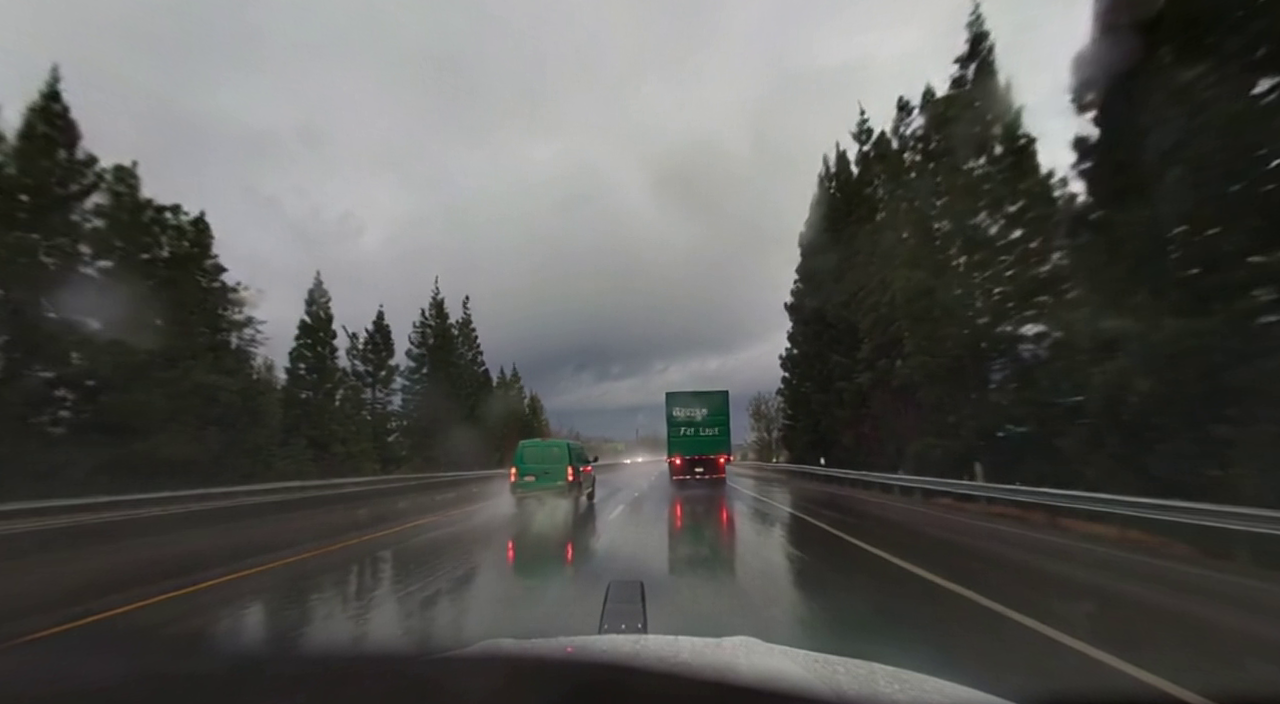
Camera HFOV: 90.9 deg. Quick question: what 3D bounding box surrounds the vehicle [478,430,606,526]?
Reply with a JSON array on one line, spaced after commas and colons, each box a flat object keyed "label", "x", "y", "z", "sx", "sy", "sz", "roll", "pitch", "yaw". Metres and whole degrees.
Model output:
[{"label": "vehicle", "x": -2.041, "y": 2.800, "z": 14.528, "sx": 2.105, "sy": 1.865, "sz": 4.102, "roll": -1, "pitch": -9, "yaw": 3}]

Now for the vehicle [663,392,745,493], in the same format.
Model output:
[{"label": "vehicle", "x": 2.775, "y": 4.562, "z": 31.354, "sx": 3.030, "sy": 3.985, "sz": 12.707, "roll": 0, "pitch": -9, "yaw": 1}]
